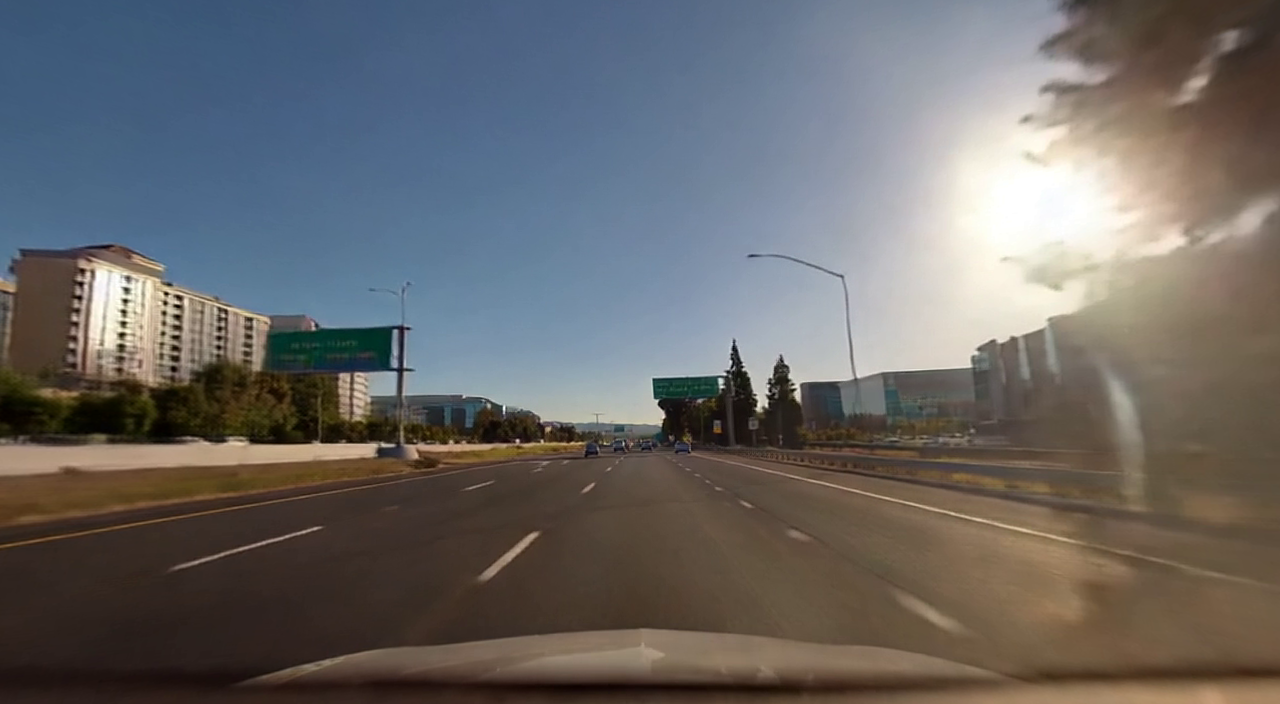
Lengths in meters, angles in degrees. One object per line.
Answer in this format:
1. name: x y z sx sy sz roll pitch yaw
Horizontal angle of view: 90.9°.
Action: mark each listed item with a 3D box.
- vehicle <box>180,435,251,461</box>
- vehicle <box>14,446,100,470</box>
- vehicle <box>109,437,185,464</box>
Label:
1. vehicle: -30.146 6.819 44.964 1.935 1.719 4.384 0 -8 0
2. vehicle: -38.856 7.044 42.152 1.727 1.439 4.131 0 -8 1
3. vehicle: -33.592 6.700 43.133 1.825 1.710 4.206 0 -8 -1
